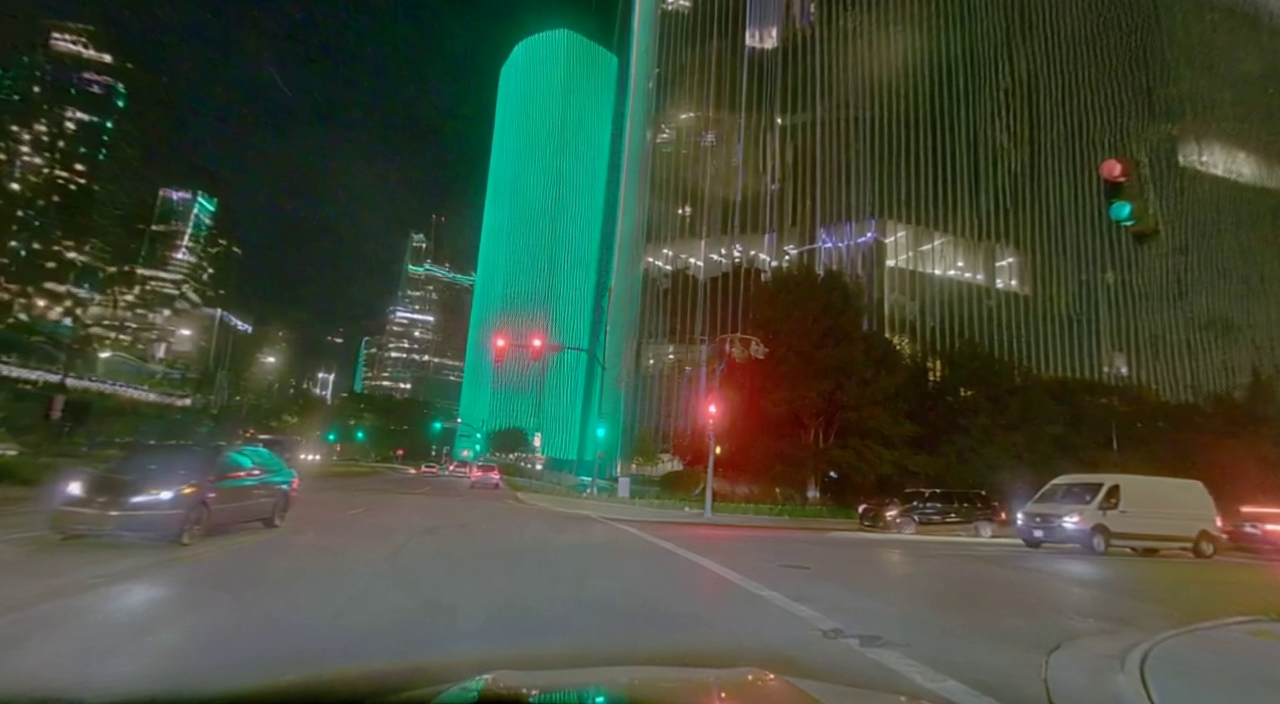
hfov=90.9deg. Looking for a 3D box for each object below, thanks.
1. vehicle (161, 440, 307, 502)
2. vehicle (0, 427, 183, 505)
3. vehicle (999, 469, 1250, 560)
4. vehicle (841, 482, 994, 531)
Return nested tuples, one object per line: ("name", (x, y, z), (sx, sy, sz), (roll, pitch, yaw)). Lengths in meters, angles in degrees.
("vehicle", (-12.369, 3.690, 19.625), (2.166, 1.686, 4.382), (2, -11, -10))
("vehicle", (-14.951, 3.141, 17.355), (2.040, 1.852, 4.274), (2, -11, -10))
("vehicle", (12.292, 4.070, 16.120), (5.252, 2.013, 2.104), (3, -13, -15))
("vehicle", (9.387, 5.219, 21.441), (4.470, 1.472, 1.868), (3, -11, -14))
